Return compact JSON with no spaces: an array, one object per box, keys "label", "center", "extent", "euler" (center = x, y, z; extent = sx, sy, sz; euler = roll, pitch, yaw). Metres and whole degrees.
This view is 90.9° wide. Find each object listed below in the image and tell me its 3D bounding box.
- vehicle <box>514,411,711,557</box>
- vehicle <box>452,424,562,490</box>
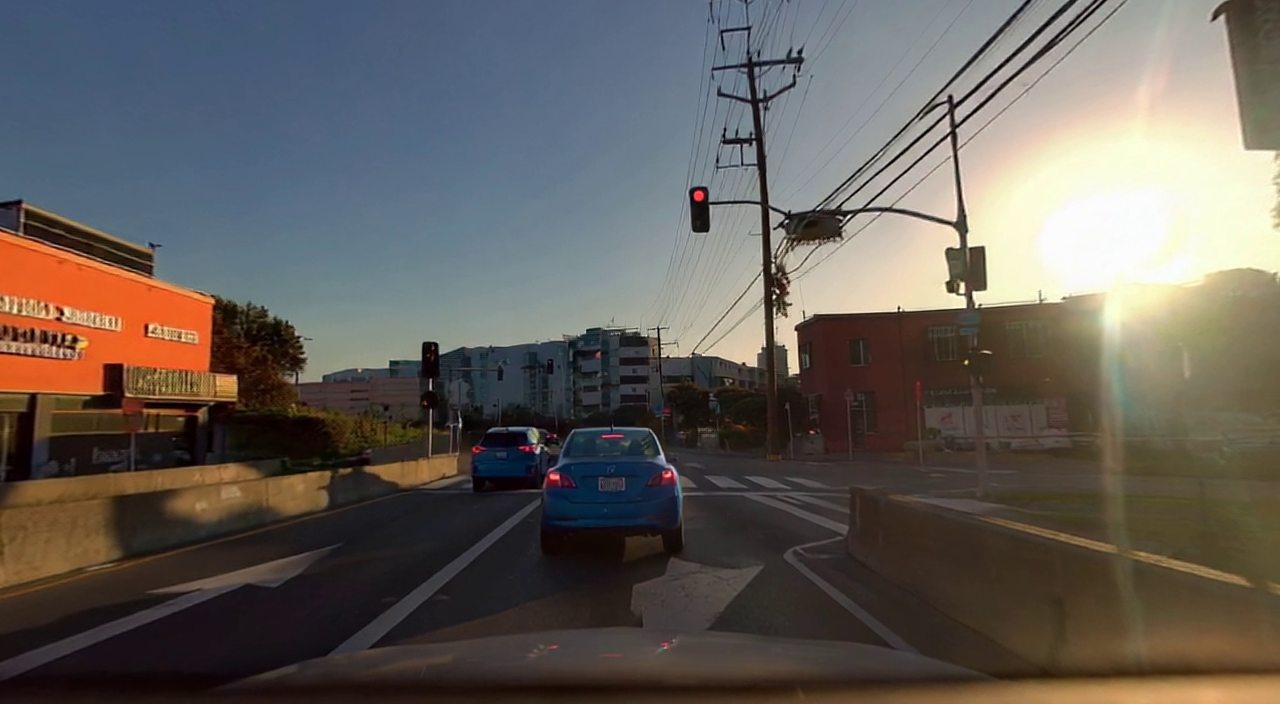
[{"label":"vehicle","center":[-0.294,1.685,8.721],"extent":[2.123,1.566,3.662],"euler":[0,-8,0]},{"label":"vehicle","center":[-3.485,2.821,17.389],"extent":[2.097,1.573,4.284],"euler":[0,-8,0]}]
